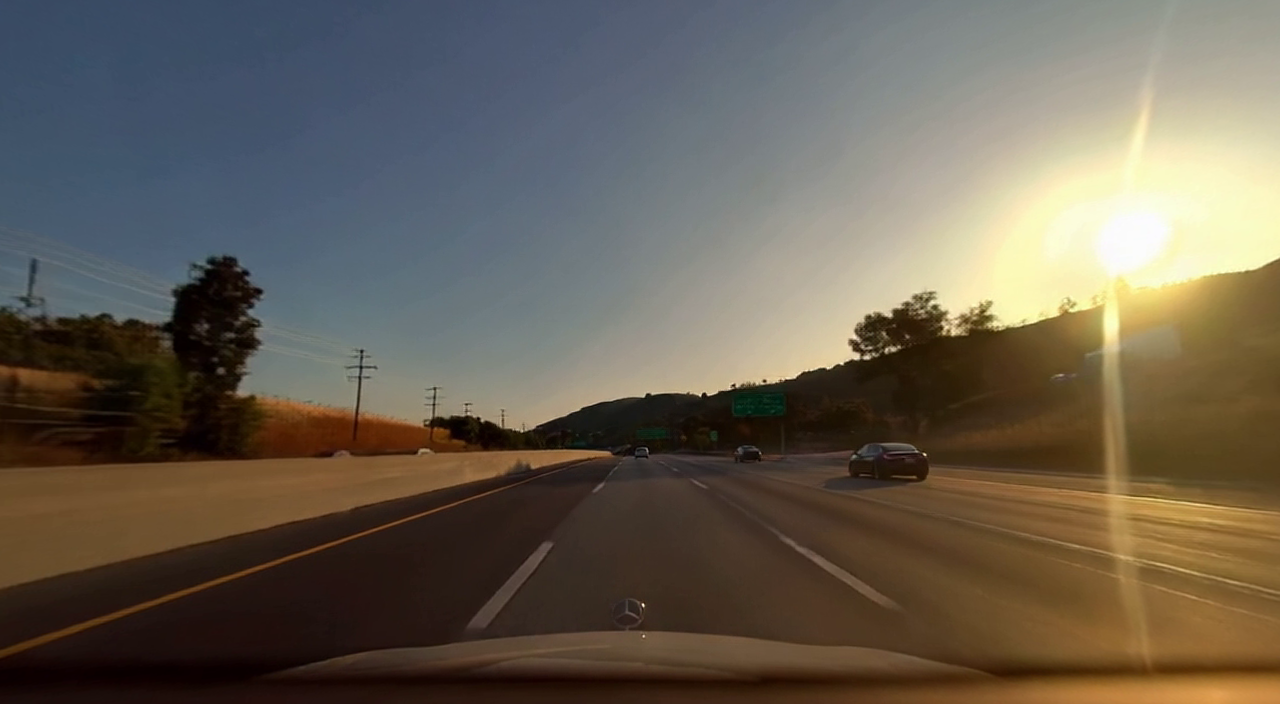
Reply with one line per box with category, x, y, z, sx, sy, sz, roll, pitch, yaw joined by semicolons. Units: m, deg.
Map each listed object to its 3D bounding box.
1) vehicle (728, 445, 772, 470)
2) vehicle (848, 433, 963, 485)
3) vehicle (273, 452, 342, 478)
vehicle;7.296;7.030;42.174;2.053;1.553;4.463;0;-9;-1
vehicle;10.908;4.467;26.510;2.387;1.936;5.646;0;-9;0
vehicle;-20.674;7.026;39.344;1.860;1.532;4.310;0;-9;1
